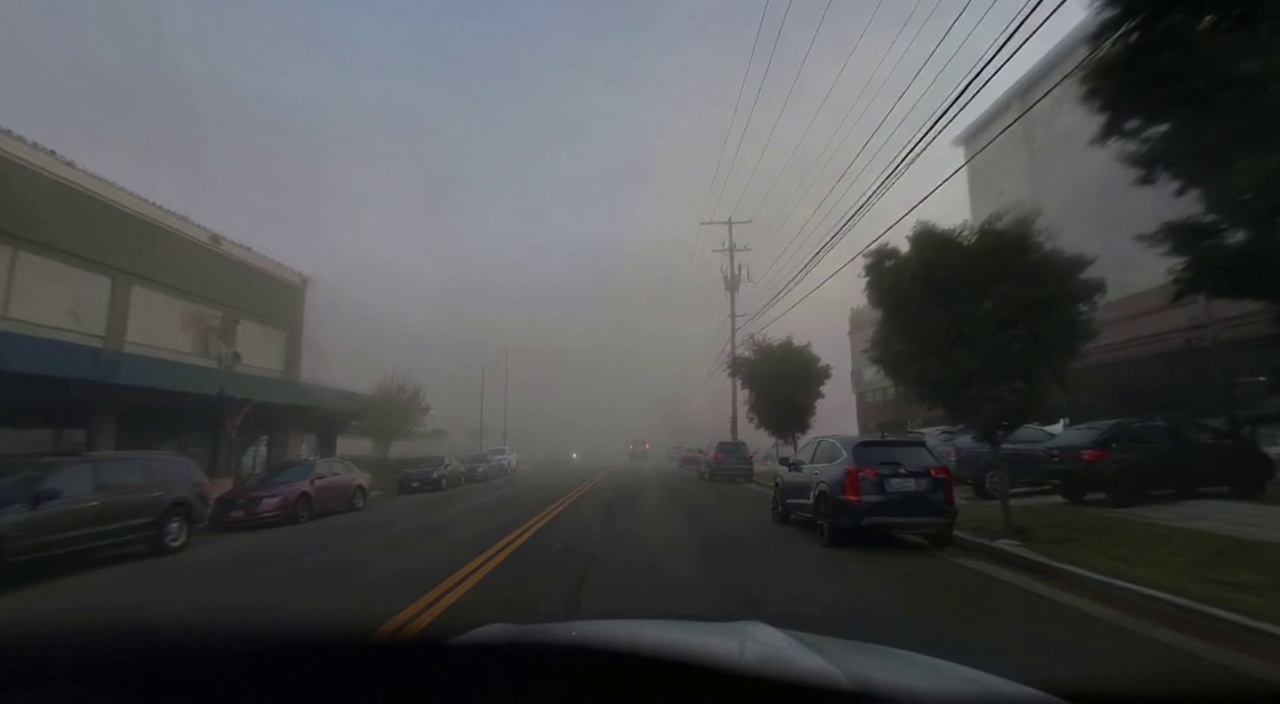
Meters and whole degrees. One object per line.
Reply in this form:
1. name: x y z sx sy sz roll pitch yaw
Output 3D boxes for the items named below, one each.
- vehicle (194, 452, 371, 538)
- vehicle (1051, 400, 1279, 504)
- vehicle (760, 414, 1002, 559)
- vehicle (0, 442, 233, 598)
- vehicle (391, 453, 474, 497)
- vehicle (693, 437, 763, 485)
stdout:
1. vehicle: -8.600 3.414 15.764 1.860 1.565 4.569 -3 -7 -1
2. vehicle: 10.586 1.844 11.751 4.477 1.740 1.934 0 -9 -2
3. vehicle: 3.415 2.036 10.110 1.962 1.752 4.478 -1 -10 -1
4. vehicle: -8.702 2.327 9.308 1.899 1.780 5.225 -3 -7 1
5. vehicle: -8.719 5.177 27.033 2.022 1.501 4.860 0 -7 -2
6. vehicle: 3.450 4.408 25.802 2.088 1.765 4.704 0 -9 -1
